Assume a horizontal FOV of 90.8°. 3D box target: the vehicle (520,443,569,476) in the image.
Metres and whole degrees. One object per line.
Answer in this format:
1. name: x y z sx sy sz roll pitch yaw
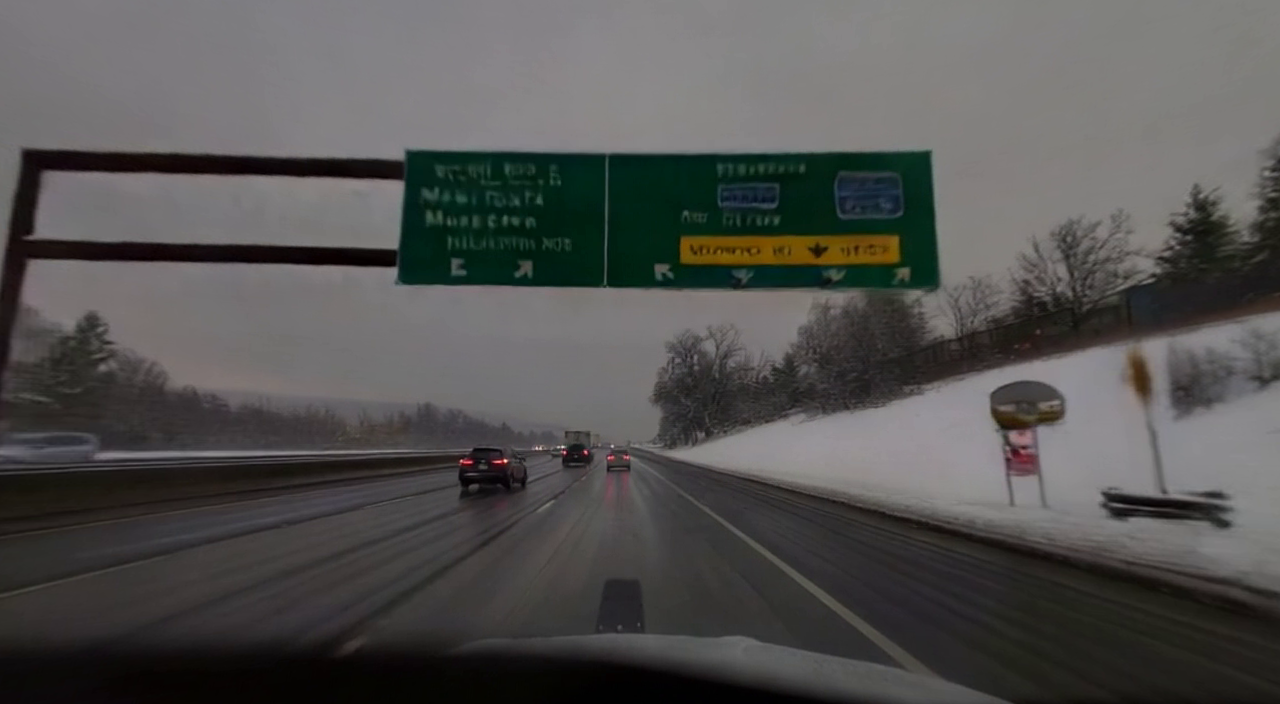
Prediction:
1. vehicle: -5.147 5.836 34.427 2.118 1.624 4.032 0 -9 -1

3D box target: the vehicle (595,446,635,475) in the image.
1. vehicle: -1.351 5.830 33.996 1.988 1.440 4.201 0 -9 -3

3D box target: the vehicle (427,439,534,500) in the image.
1. vehicle: -4.634 3.478 19.059 2.208 1.619 4.162 0 -9 -1
